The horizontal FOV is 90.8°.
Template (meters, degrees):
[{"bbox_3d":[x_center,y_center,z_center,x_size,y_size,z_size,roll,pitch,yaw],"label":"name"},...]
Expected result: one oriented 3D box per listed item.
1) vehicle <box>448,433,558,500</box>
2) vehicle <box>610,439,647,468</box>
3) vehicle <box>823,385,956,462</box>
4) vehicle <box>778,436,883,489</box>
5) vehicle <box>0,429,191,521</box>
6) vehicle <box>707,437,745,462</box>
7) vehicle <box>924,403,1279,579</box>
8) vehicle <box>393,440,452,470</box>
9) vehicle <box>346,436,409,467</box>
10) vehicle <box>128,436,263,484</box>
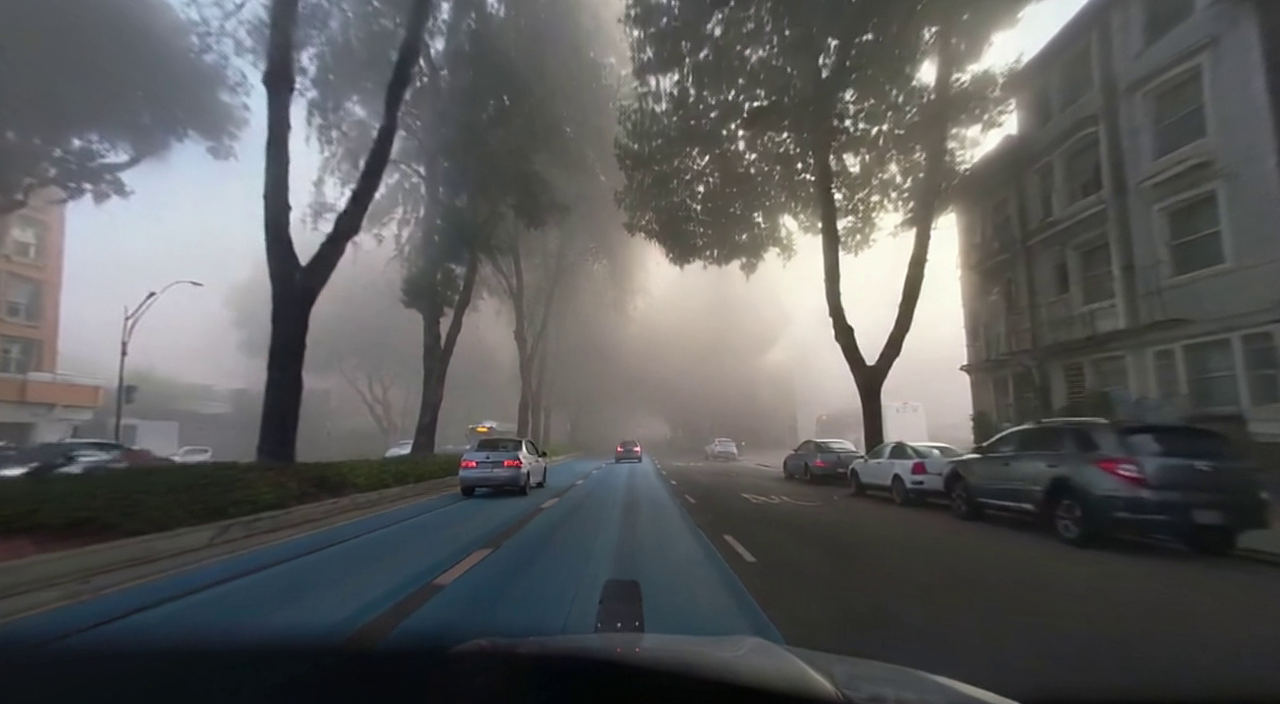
[{"bbox_3d":[-3.455,2.965,16.855,1.934,1.522,4.287,-1,-8,1],"label":"vehicle"},{"bbox_3d":[-0.610,5.738,36.024,1.999,1.520,3.896,-1,-8,0],"label":"vehicle"},{"bbox_3d":[17.801,5.510,47.332,3.225,4.571,16.558,-3,-8,0],"label":"vehicle"},{"bbox_3d":[6.314,3.683,21.513,2.130,1.584,4.181,0,-8,-2],"label":"vehicle"},{"bbox_3d":[-11.688,2.340,12.462,1.972,1.533,5.024,0,-8,0],"label":"vehicle"},{"bbox_3d":[6.482,7.423,48.260,2.206,1.803,5.753,-1,-8,1],"label":"vehicle"},{"bbox_3d":[6.493,1.790,9.100,2.375,1.786,5.078,0,-8,-1],"label":"vehicle"},{"bbox_3d":[-11.682,5.536,34.236,1.804,1.462,4.392,0,-8,-2],"label":"vehicle"},{"bbox_3d":[-16.782,6.359,40.650,1.912,1.855,4.652,-1,-8,3],"label":"vehicle"},{"bbox_3d":[-16.810,4.093,24.223,1.885,1.642,4.397,-1,-8,1],"label":"vehicle"}]
